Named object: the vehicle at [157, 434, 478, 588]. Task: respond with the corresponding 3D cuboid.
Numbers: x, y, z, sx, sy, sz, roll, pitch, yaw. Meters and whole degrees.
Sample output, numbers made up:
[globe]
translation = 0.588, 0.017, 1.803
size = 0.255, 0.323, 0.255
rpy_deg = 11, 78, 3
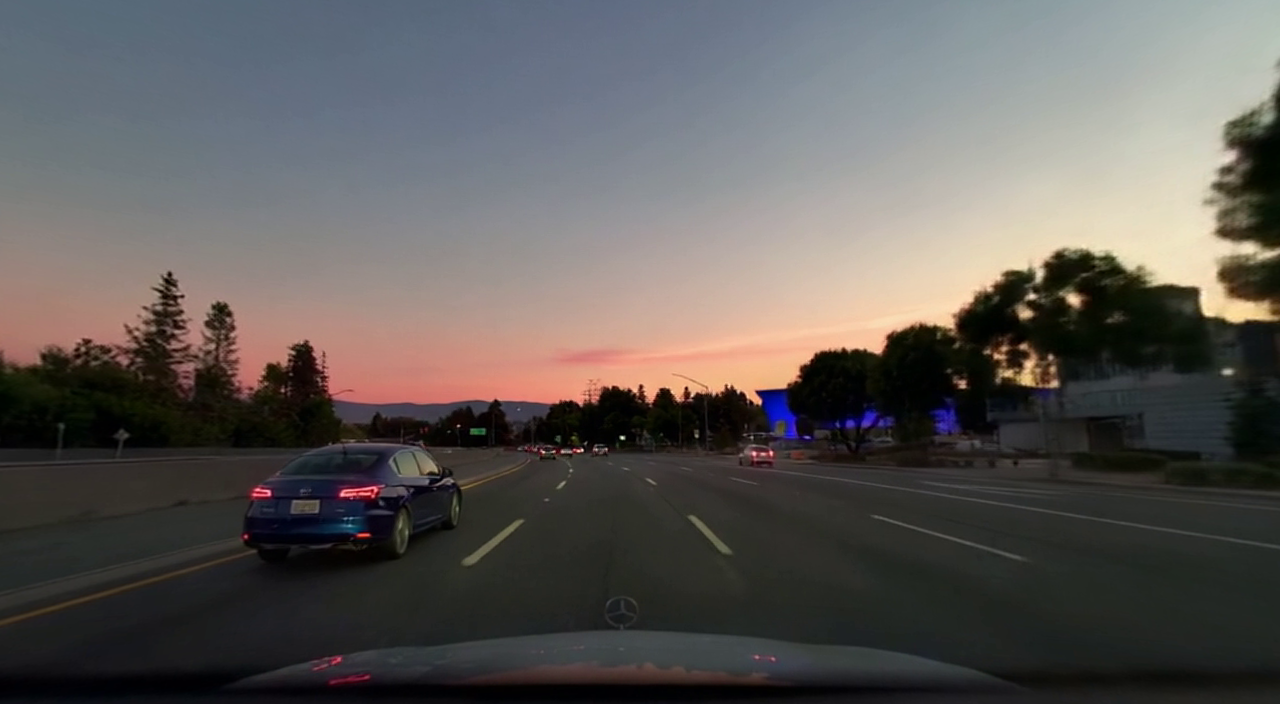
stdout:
[vehicle]
translation = -3.705, 1.870, 8.391
size = 2.018, 1.476, 4.364
rpy_deg = 0, -8, -1
